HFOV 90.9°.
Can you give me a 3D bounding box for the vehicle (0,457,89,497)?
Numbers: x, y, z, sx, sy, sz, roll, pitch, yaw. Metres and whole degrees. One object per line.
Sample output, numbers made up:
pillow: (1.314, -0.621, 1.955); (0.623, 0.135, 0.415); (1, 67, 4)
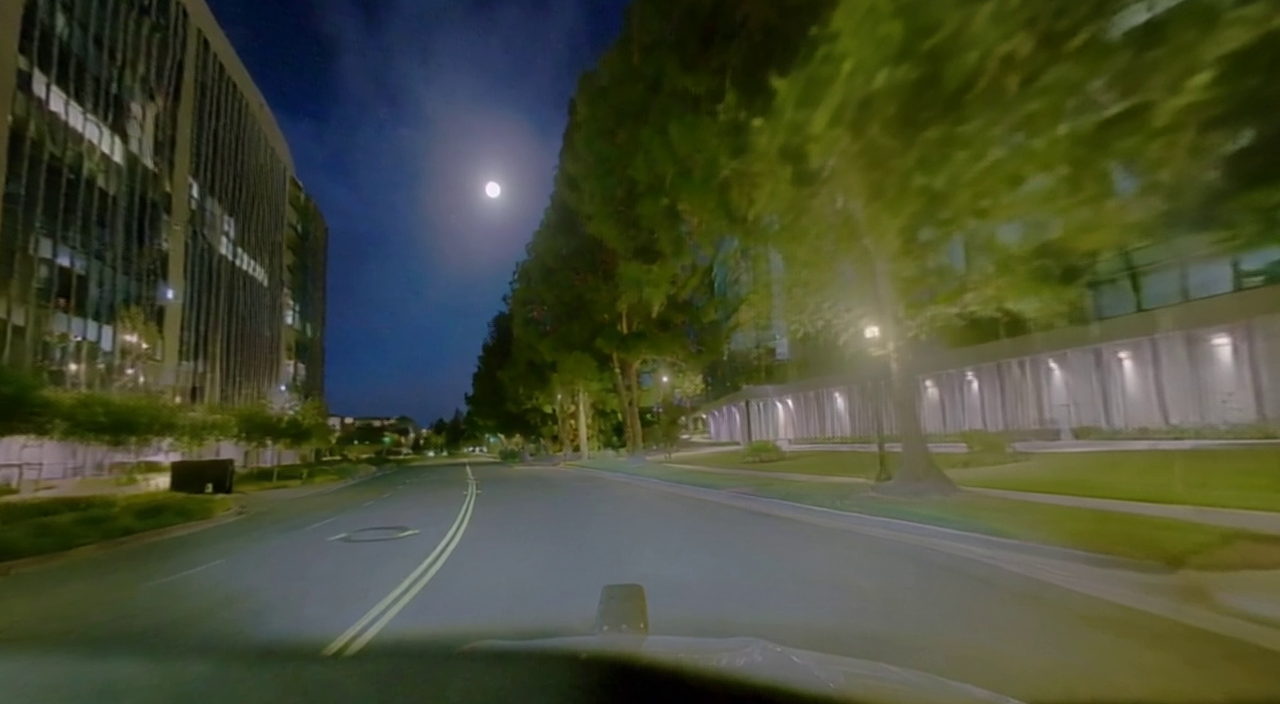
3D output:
vehicle: (-28.610, 5.808, 29.648); (1.929, 1.650, 4.638); (2, -9, -13)
